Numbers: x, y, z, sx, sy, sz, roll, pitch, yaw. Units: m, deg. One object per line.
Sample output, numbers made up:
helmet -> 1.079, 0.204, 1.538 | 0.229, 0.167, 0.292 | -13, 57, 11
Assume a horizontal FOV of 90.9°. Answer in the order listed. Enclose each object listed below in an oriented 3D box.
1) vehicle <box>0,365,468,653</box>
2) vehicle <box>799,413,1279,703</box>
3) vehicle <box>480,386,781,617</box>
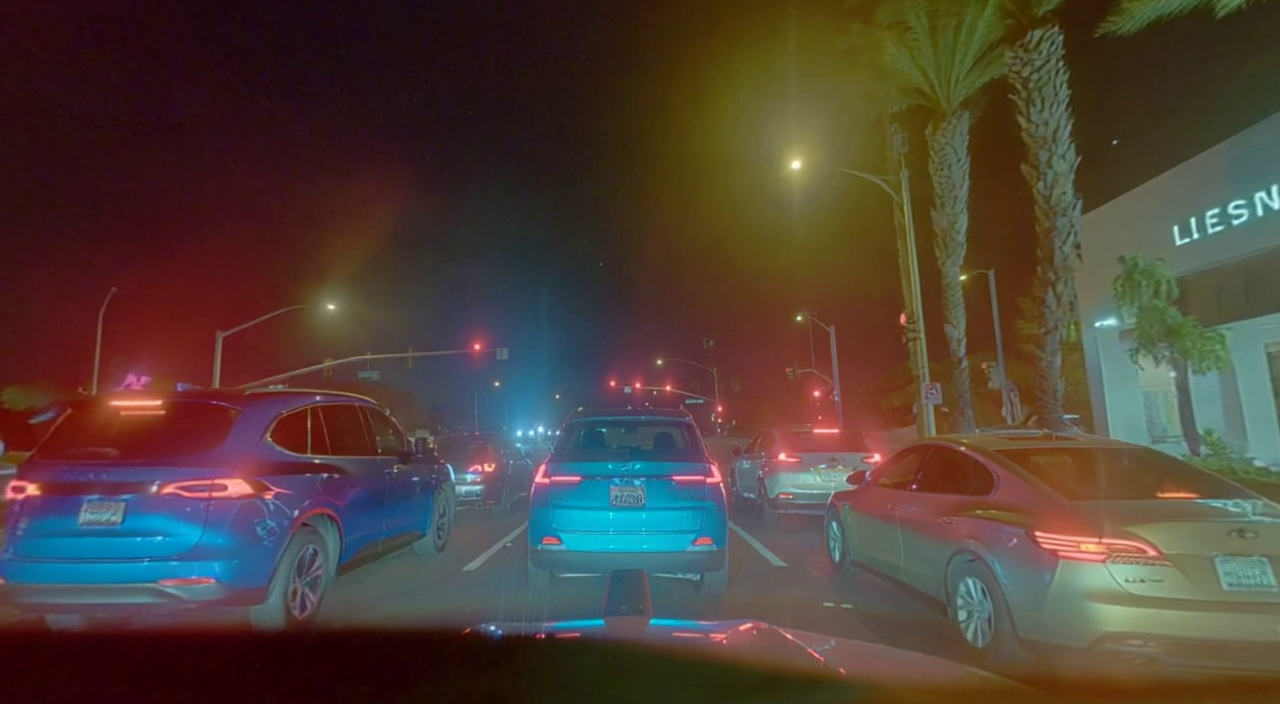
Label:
vehicle -> -3.347, 1.277, 6.126 | 2.014, 1.755, 4.360 | 0, -8, 1
vehicle -> 2.968, 1.376, 5.265 | 2.017, 1.491, 4.611 | 0, -8, -1
vehicle -> -0.134, 1.458, 7.062 | 2.280, 1.747, 4.361 | 0, -8, -2
